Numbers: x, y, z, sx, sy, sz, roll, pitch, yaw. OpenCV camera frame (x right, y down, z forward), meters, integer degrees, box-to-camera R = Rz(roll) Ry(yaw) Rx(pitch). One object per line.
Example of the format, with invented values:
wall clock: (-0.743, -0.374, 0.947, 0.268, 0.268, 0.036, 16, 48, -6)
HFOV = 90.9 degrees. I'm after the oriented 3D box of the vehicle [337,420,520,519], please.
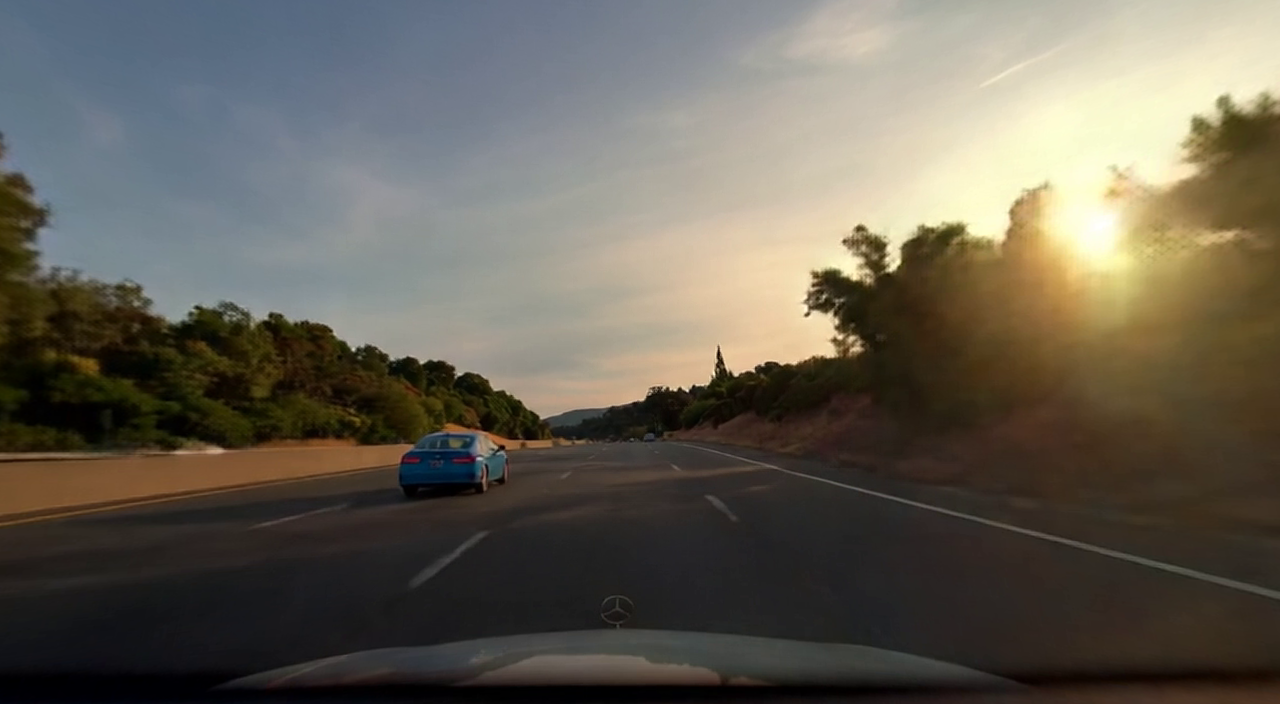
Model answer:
vehicle: (-3.722, 2.127, 12.042, 2.026, 1.517, 4.325, 0, -8, 0)
